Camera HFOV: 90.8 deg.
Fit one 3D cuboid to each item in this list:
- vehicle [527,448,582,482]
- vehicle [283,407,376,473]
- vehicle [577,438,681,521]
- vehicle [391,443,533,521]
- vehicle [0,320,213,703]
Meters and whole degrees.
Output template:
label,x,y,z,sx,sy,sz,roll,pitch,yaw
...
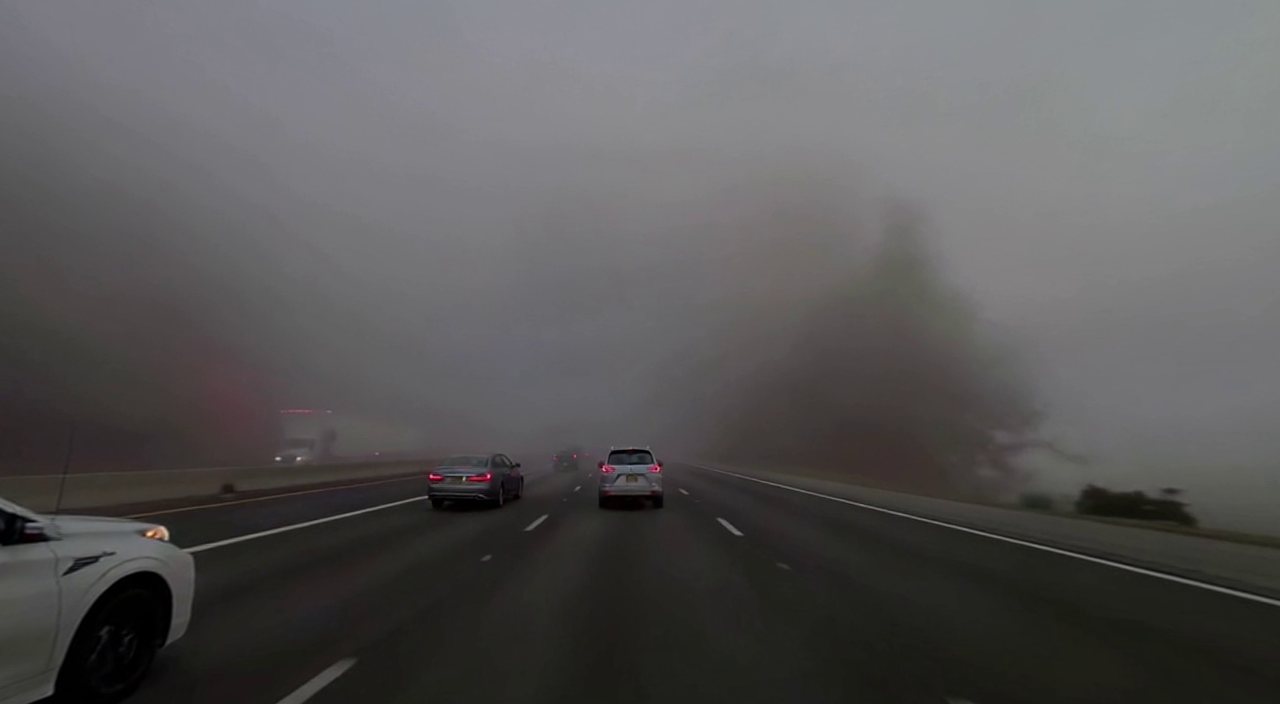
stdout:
label,x,y,z,sx,sy,sz,roll,pitch,yaw
vehicle,-4.040,5.411,30.501,1.999,1.484,4.269,0,-9,1
vehicle,-19.956,5.784,41.042,2.966,3.958,5.847,0,-9,-1
vehicle,-0.231,2.734,13.916,1.996,1.574,3.426,0,-9,-1
vehicle,-3.871,2.900,14.616,1.988,1.501,4.438,0,-9,0
vehicle,-3.966,0.625,1.571,2.243,1.889,4.949,0,-9,1
